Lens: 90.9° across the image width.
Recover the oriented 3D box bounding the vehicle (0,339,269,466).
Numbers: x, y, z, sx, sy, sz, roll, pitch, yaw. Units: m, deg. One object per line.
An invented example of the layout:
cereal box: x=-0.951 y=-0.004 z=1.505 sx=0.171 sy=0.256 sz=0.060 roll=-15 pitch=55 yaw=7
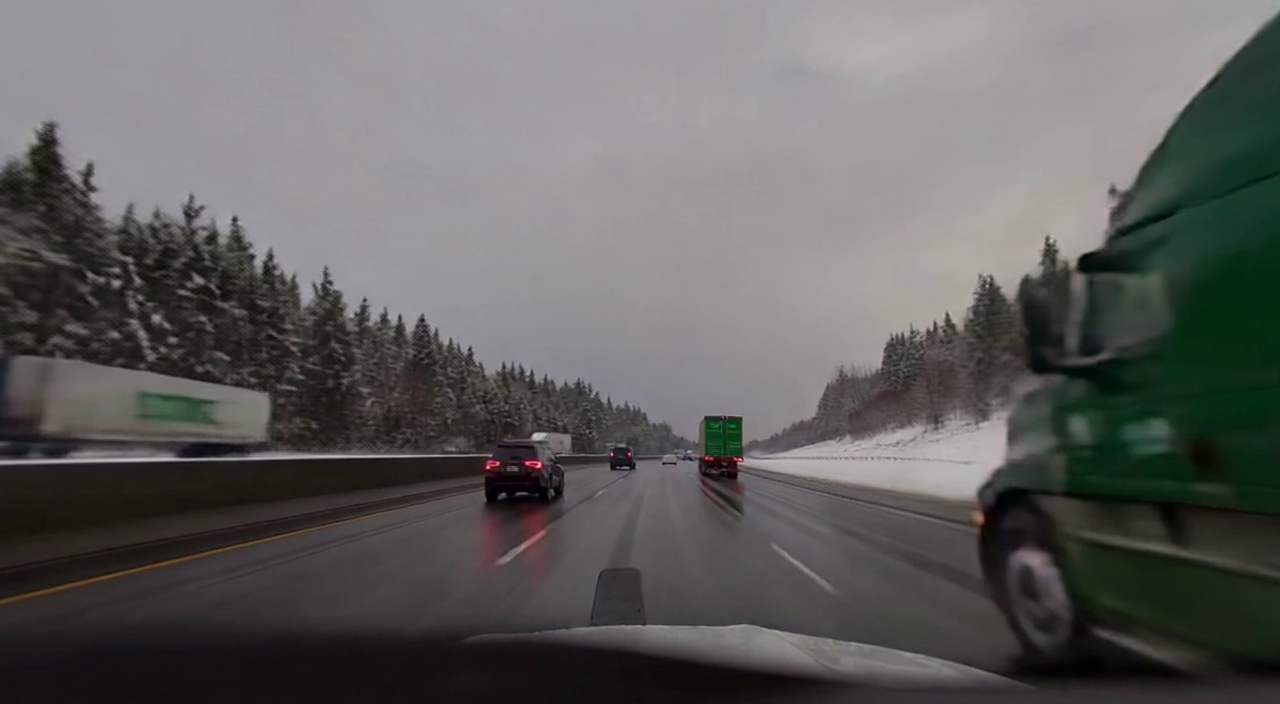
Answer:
vehicle: x=-21.356 y=2.502 z=25.536 sx=3.039 sy=3.973 sz=14.729 roll=-1 pitch=-9 yaw=3

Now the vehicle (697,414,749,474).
vehicle: x=6.263 y=7.348 z=49.734 sx=3.057 sy=3.993 sz=13.914 roll=-1 pitch=-9 yaw=4

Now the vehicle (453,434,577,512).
vehicle: x=-3.038 y=3.079 z=16.447 sx=2.205 sy=1.728 sz=4.397 roll=0 pitch=-9 yaw=2

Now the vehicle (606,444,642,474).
vehicle: x=-1.111 y=7.967 z=47.052 sx=2.201 sy=2.038 sz=5.065 roll=-1 pitch=-9 yaw=4

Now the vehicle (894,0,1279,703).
vehicle: x=4.041 y=0.080 z=3.208 sx=2.949 sy=3.572 sz=5.765 roll=0 pitch=-9 yaw=0
